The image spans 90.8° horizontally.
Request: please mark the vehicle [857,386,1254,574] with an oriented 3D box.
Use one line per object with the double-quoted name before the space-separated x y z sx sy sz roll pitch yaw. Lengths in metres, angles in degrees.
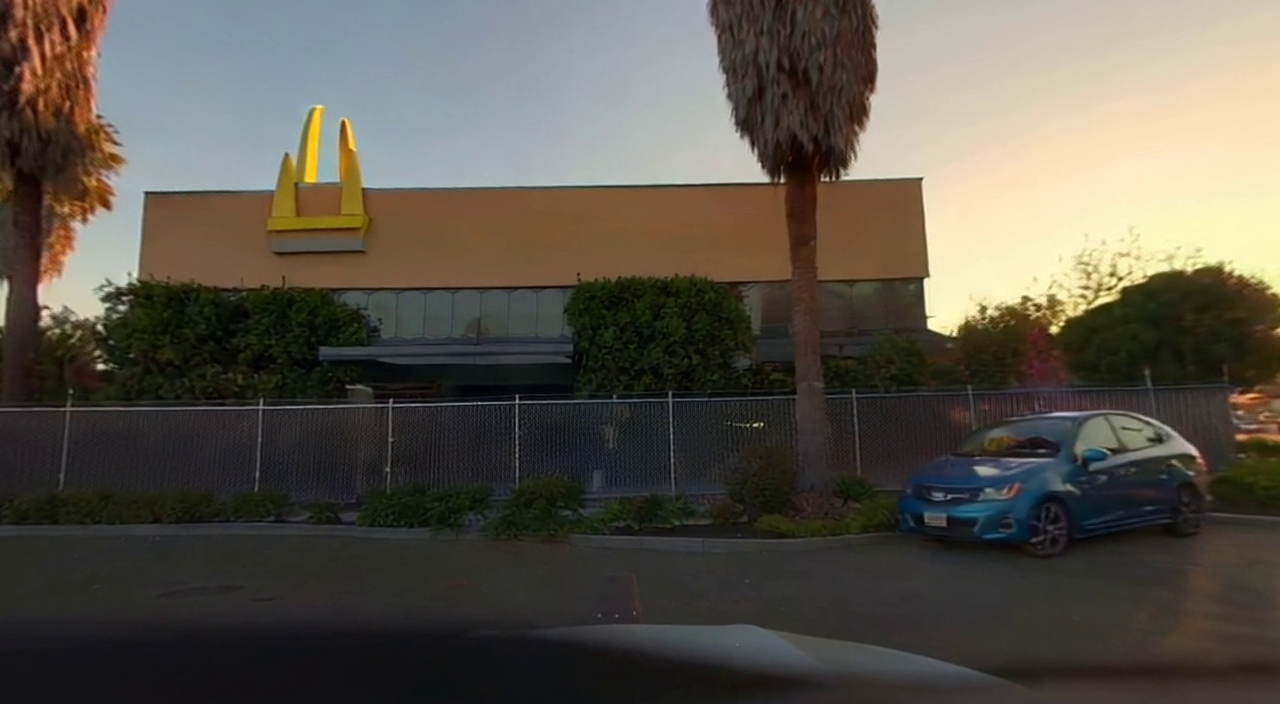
"vehicle" 5.191 1.424 7.956 4.365 1.791 2.073 3 -7 -24
